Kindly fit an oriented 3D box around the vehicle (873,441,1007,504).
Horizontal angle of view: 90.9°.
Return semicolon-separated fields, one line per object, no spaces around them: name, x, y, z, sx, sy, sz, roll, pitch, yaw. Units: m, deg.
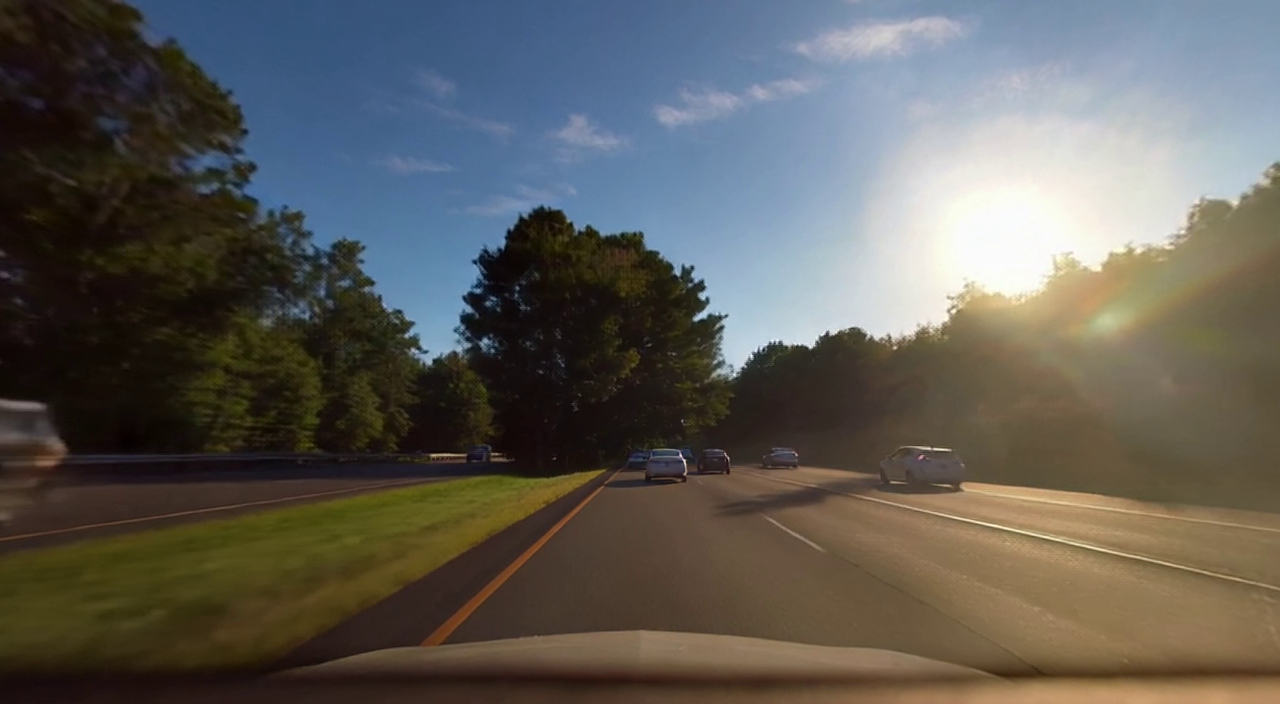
vehicle;8.249;3.320;17.746;1.847;1.554;3.752;0;-9;-1

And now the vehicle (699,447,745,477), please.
vehicle;4.416;5.992;34.509;1.981;1.518;4.029;0;-9;0

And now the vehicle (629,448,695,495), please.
vehicle;0.677;3.959;21.247;2.020;1.426;3.702;0;-9;0

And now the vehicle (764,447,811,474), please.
vehicle;9.184;6.760;39.523;1.957;1.594;3.632;0;-9;-1

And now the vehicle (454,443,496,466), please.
vehicle;-12.104;7.533;46.426;1.950;1.566;4.141;0;-9;1
